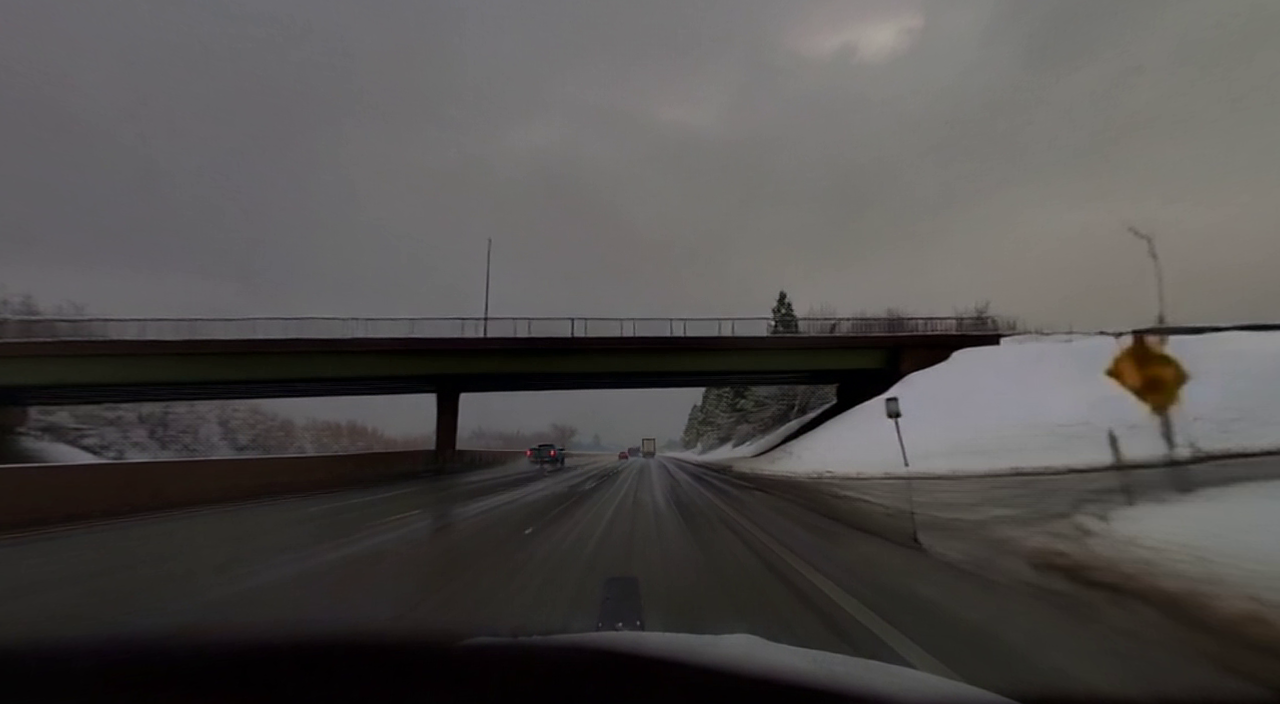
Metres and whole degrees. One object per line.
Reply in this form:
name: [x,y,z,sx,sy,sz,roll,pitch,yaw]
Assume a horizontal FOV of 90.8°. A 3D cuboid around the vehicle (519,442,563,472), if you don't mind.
vehicle: [-6.709,7.210,43.469,2.232,1.947,5.180,0,-9,0]
